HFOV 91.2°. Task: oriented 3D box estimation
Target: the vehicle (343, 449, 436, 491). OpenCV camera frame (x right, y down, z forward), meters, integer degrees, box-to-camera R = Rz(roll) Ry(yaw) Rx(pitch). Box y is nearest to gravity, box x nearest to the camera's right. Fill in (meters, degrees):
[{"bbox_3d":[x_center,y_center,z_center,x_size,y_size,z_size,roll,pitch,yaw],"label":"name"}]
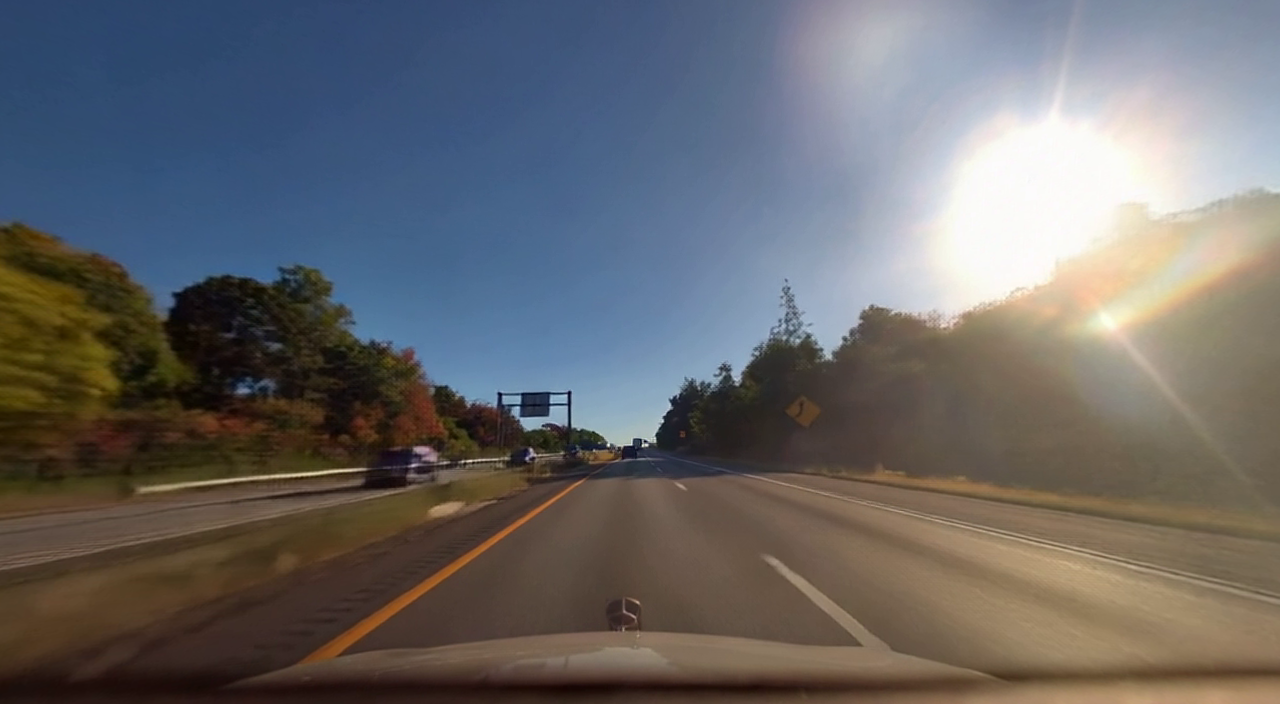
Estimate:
[{"bbox_3d":[-10.044,4.720,25.520,1.930,1.526,4.458,0,-9,0],"label":"vehicle"}]
